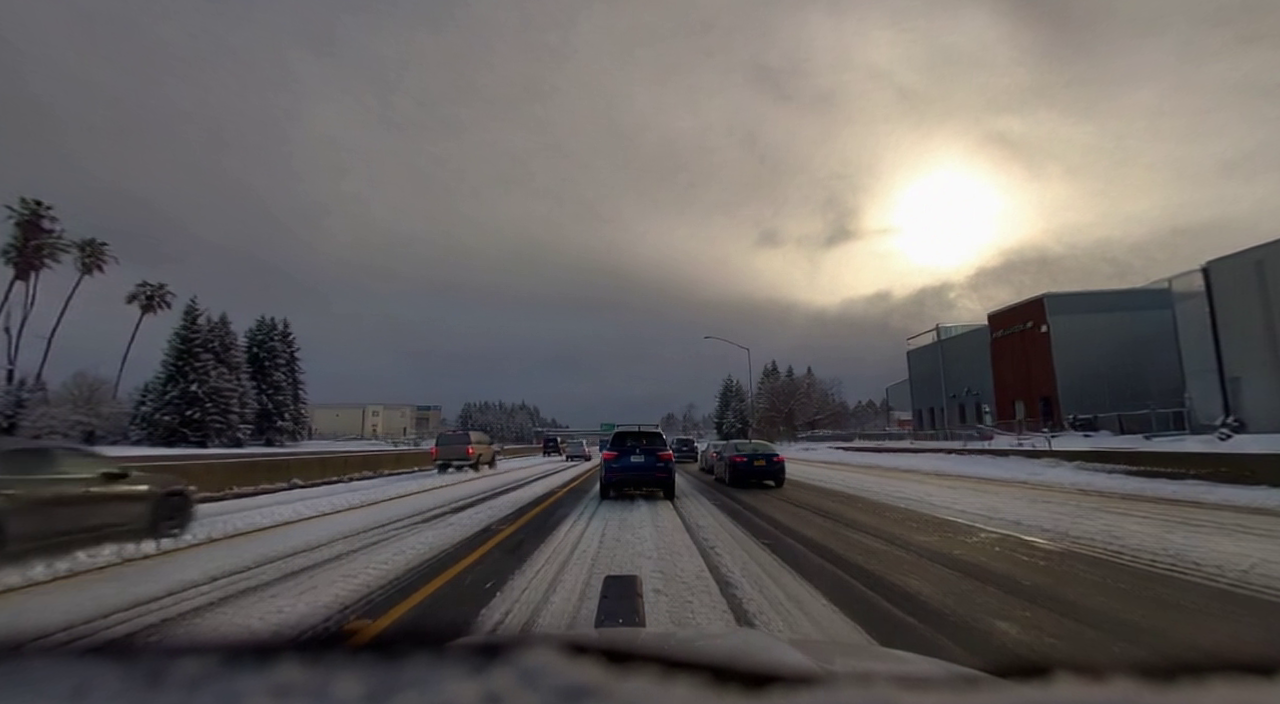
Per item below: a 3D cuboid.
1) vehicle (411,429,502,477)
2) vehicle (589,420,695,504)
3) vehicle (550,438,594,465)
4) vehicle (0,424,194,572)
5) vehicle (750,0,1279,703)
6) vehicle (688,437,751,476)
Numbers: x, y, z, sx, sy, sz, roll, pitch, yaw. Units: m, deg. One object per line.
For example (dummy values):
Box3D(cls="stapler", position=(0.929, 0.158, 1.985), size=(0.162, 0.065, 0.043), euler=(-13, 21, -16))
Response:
Box3D(cls="vehicle", position=(-7.441, 4.176, 26.159), size=(2.215, 1.795, 4.966), euler=(0, -9, 1))
Box3D(cls="vehicle", position=(0.075, 2.686, 15.691), size=(2.268, 1.796, 4.280), euler=(0, -9, 1))
Box3D(cls="vehicle", position=(-4.047, 6.046, 38.246), size=(2.040, 1.536, 4.680), euler=(0, -9, 1))
Box3D(cls="vehicle", position=(-7.608, 1.612, 7.183), size=(1.980, 1.508, 4.111), euler=(0, -9, 0))
Box3D(cls="vehicle", position=(3.960, 0.399, 6.614), size=(3.020, 3.622, 14.302), euler=(0, -9, 0))
Box3D(cls="vehicle", position=(3.339, 4.503, 27.344), size=(2.039, 1.516, 4.521), euler=(0, -9, -2))
